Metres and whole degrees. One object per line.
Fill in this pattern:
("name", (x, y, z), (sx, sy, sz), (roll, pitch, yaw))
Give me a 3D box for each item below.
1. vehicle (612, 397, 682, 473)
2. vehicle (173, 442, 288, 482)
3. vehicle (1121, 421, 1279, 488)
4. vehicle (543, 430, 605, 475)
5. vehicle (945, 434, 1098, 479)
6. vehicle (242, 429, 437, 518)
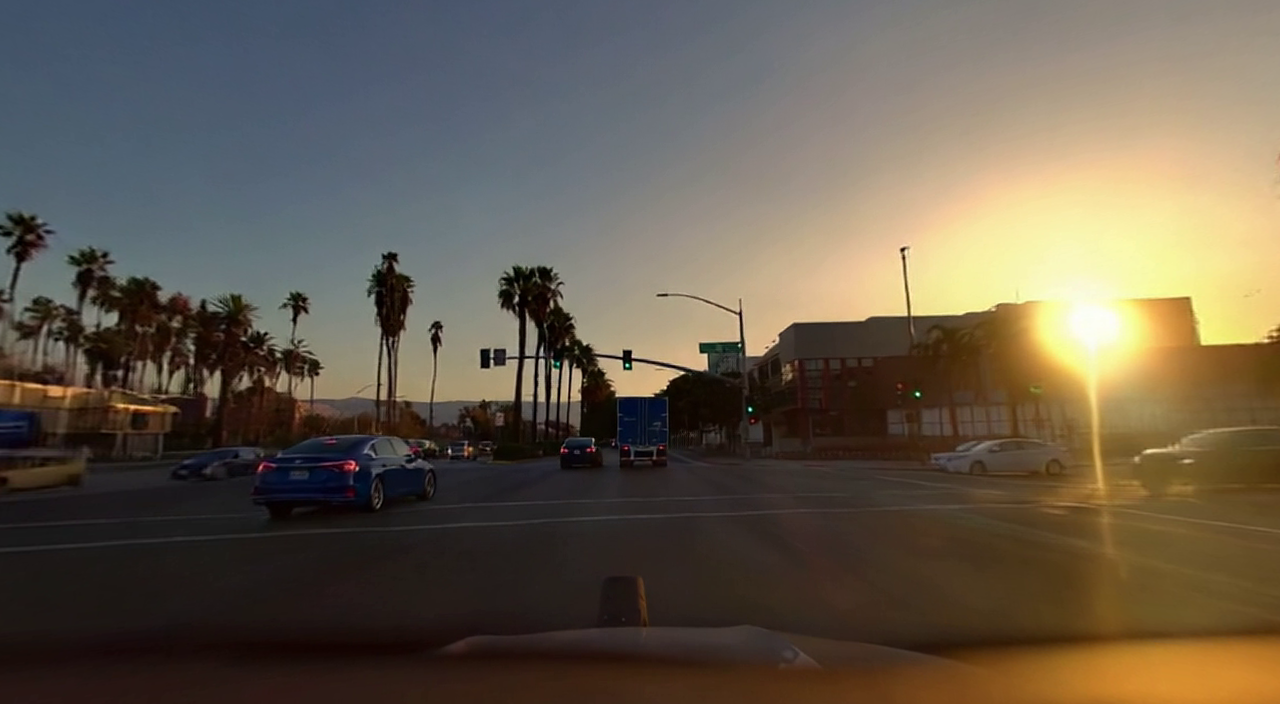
("vehicle", (0.306, 4.071, 30.422), (2.993, 3.235, 6.692), (0, -8, 0))
("vehicle", (-17.744, 4.764, 27.507), (1.922, 1.575, 4.620), (0, -8, 0))
("vehicle", (16.891, 2.847, 17.597), (5.039, 1.744, 2.043), (0, -8, 0))
("vehicle", (-2.886, 4.564, 28.701), (2.178, 1.826, 4.933), (0, -8, 1))
("vehicle", (14.665, 4.065, 24.357), (4.568, 1.485, 1.936), (-2, -11, 0))
("vehicle", (-6.381, 2.621, 14.132), (2.045, 1.630, 4.680), (0, -8, 0))
